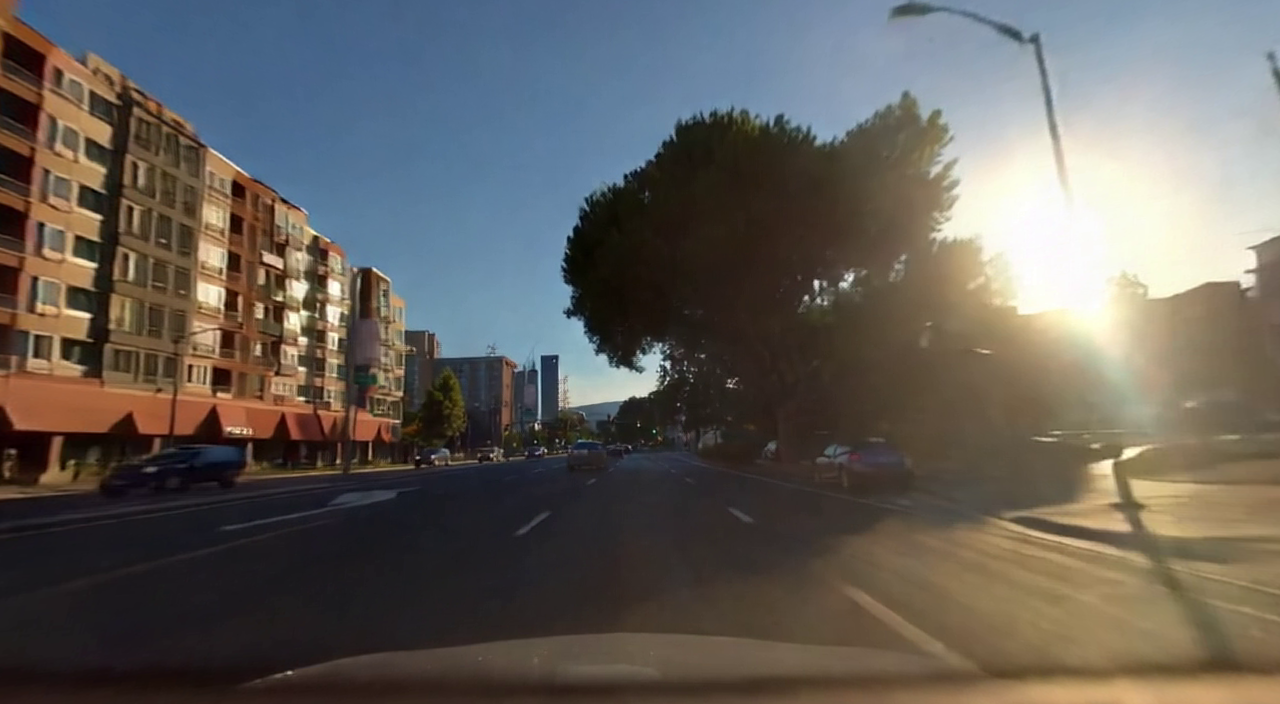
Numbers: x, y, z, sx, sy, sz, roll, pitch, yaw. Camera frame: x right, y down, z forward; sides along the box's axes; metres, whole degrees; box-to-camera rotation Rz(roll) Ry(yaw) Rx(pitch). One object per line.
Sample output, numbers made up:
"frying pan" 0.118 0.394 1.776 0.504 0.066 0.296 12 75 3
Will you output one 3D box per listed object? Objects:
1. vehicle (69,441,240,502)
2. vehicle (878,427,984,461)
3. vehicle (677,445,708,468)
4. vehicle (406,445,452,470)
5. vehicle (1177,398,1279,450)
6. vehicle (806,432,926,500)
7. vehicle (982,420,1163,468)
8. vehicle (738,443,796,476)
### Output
"vehicle" -15.122 3.699 20.057 2.014 1.700 4.308 0 -8 -1
"vehicle" 14.914 4.743 32.570 4.527 1.637 1.887 0 -8 -1
"vehicle" 3.751 7.569 46.009 1.878 1.534 4.120 0 -8 0
"vehicle" -15.662 7.797 47.063 1.888 1.744 4.355 0 -8 1
"vehicle" 30.587 3.637 31.489 5.204 2.465 2.316 -1 -9 5
"vehicle" 6.555 3.337 18.936 2.175 1.770 4.373 -1 -8 3
"vehicle" 15.144 3.265 22.380 4.830 1.605 1.982 -1 -9 4
"vehicle" 6.729 5.712 33.973 2.063 1.631 4.507 0 -8 -1
